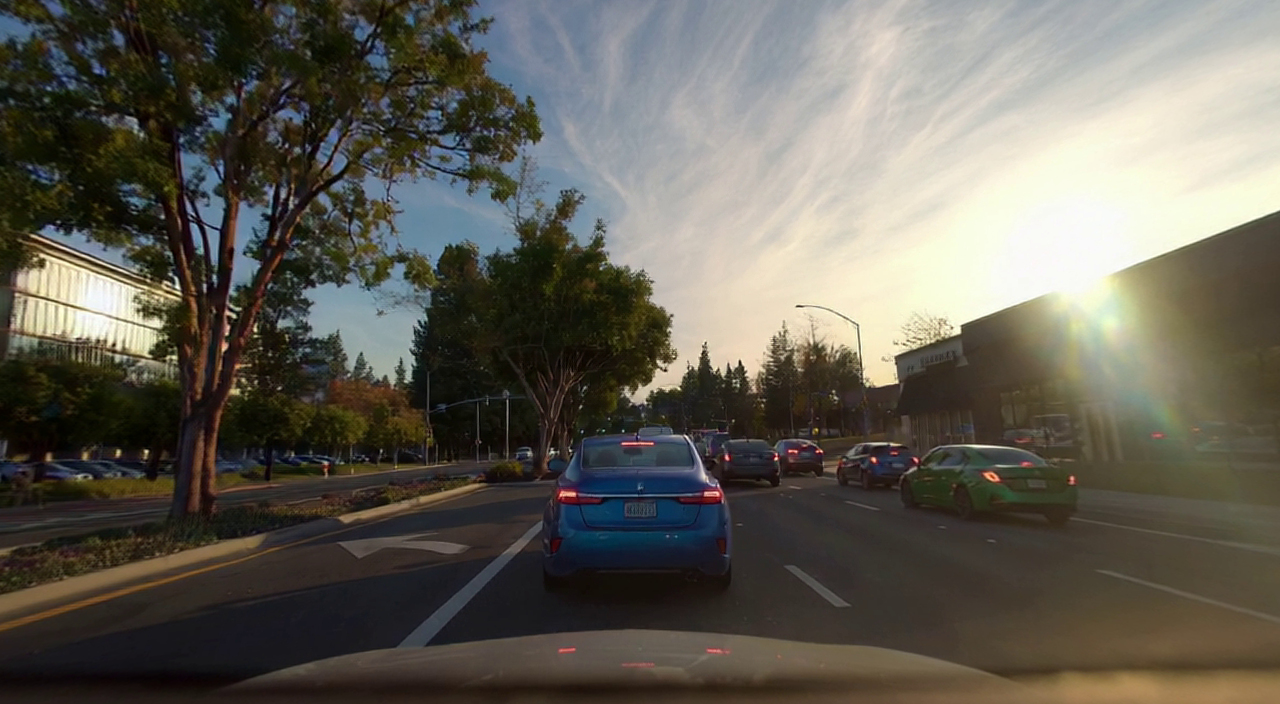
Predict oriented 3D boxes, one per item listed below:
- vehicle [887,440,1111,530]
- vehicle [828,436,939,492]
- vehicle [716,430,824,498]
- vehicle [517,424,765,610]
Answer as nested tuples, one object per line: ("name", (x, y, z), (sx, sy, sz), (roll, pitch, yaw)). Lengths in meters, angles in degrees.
("vehicle", (6.848, 2.537, 12.732), (1.911, 1.468, 4.417), (0, -8, 0))
("vehicle", (7.952, 3.674, 21.114), (1.963, 1.637, 4.527), (0, -8, 1))
("vehicle", (3.616, 3.204, 18.463), (2.114, 1.736, 4.553), (0, -8, -1))
("vehicle", (-0.028, 1.642, 7.288), (1.977, 1.465, 4.376), (0, -8, -1))
